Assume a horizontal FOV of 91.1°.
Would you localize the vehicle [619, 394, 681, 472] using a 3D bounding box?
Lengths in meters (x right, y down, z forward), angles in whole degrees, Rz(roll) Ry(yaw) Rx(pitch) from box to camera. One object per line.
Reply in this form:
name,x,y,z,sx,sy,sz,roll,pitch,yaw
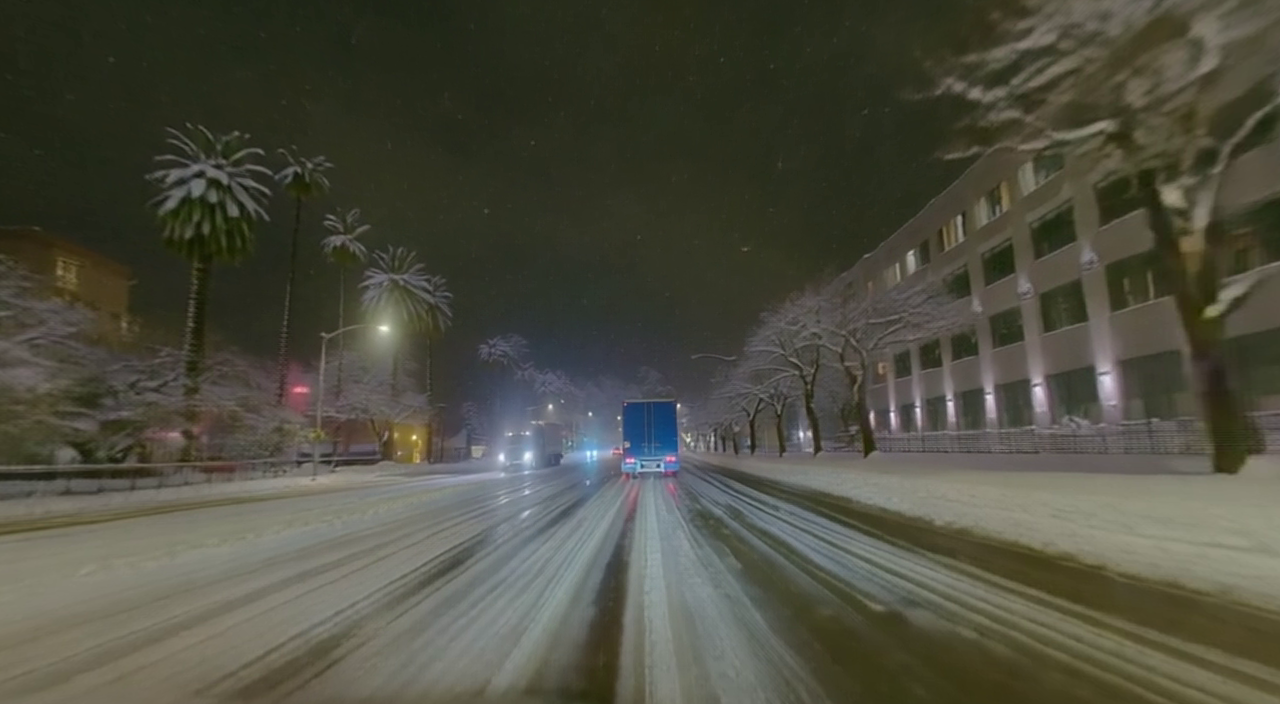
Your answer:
vehicle,0.324,4.992,37.723,2.992,3.949,11.815,0,-9,-2
